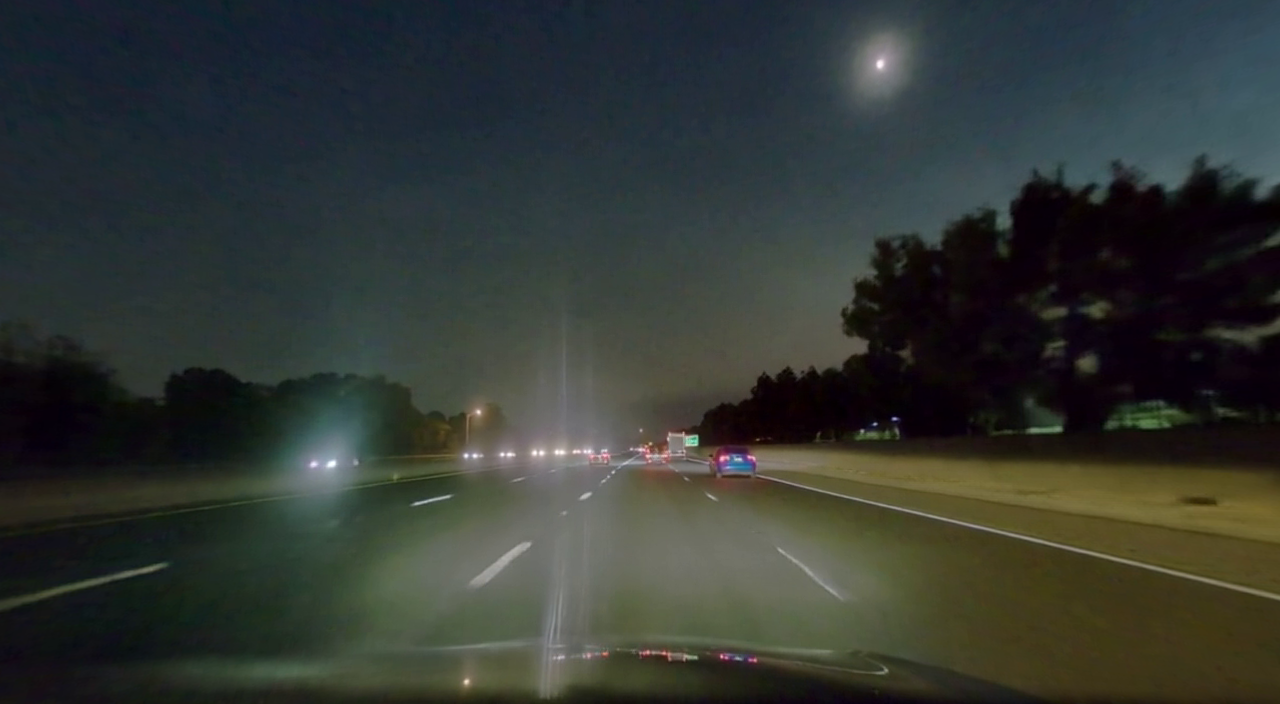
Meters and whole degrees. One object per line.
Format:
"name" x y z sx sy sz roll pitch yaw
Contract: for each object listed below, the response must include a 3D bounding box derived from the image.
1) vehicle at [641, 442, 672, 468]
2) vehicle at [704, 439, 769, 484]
"vehicle" 1.153 7.533 46.102 2.205 1.785 4.423 0 -9 0
"vehicle" 4.017 4.646 26.989 2.082 1.720 4.393 0 -9 0
